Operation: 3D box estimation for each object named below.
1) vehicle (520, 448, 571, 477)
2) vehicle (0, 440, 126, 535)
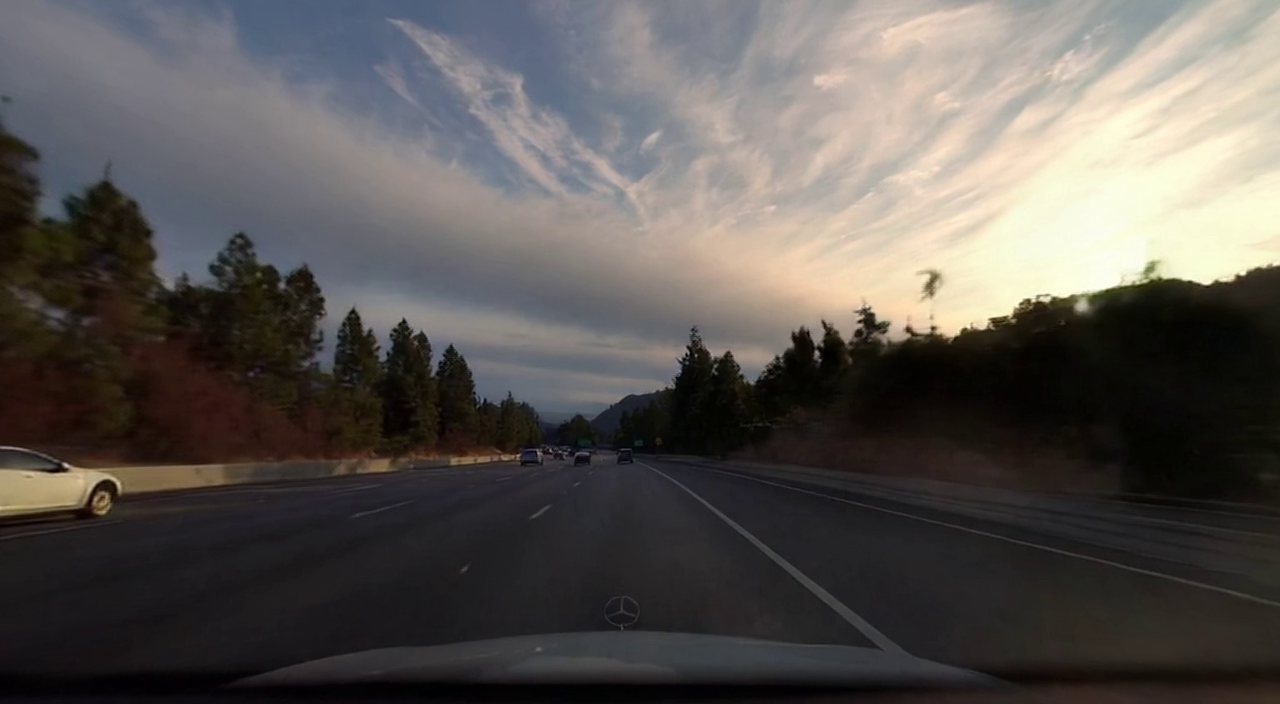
[{"bbox_3d":[-5.008,5.906,33.929,2.120,1.458,4.031,0,-9,1],"label":"vehicle"},{"bbox_3d":[-11.039,2.135,9.917,1.960,1.487,4.593,0,-9,0],"label":"vehicle"}]
